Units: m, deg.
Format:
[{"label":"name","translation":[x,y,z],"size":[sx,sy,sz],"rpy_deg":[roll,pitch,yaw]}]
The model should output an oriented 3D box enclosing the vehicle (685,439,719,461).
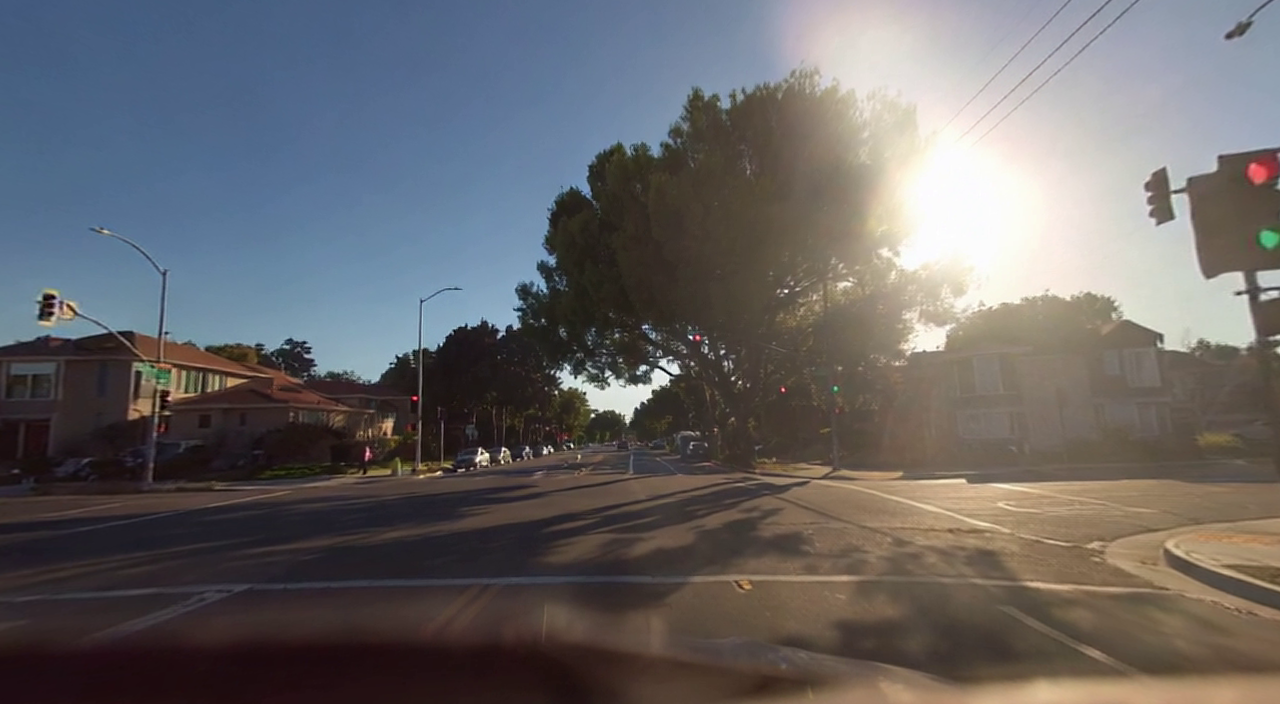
[{"label":"vehicle","translation":[4.262,6.806,43.901],"size":[1.987,1.466,4.389],"rpy_deg":[0,-8,0]}]
